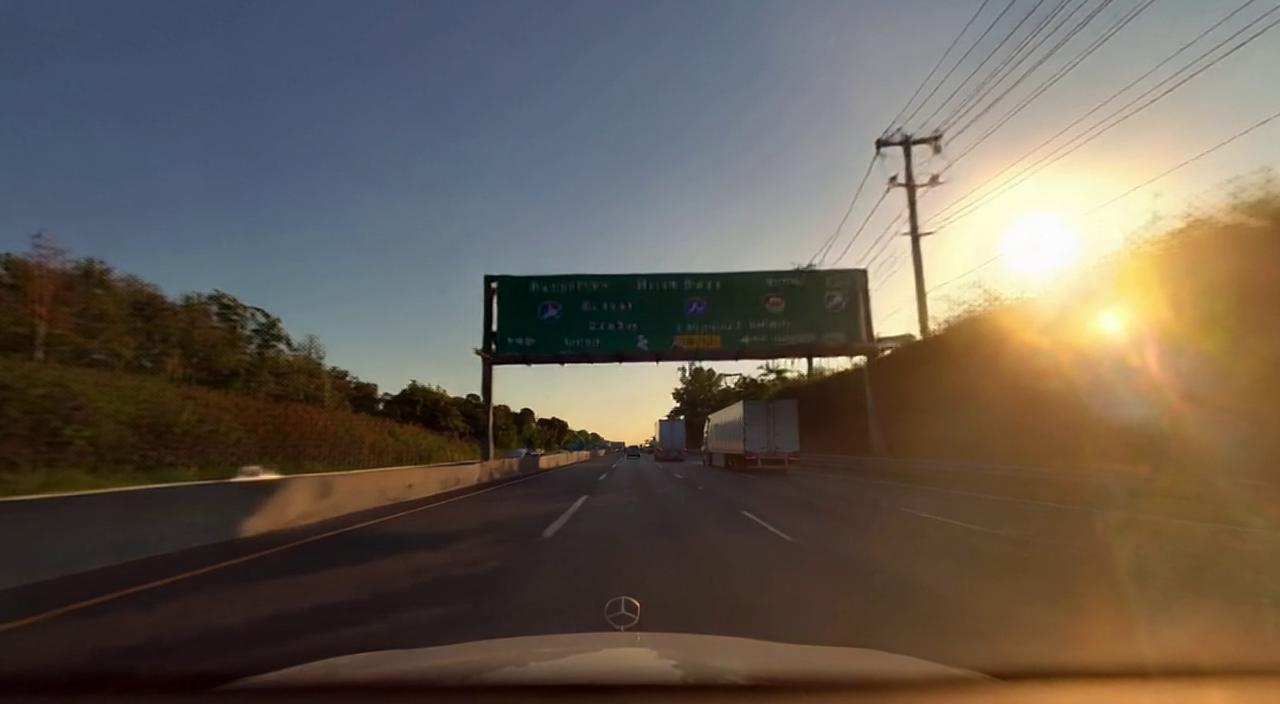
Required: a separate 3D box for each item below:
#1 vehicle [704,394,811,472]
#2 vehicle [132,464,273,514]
[{"bbox_3d":[7.200,5.641,42.417,3.400,4.134,17.388,0,-9,-2],"label":"vehicle"},{"bbox_3d":[-15.187,4.735,22.169,1.849,1.415,4.408,0,-9,-1],"label":"vehicle"}]
